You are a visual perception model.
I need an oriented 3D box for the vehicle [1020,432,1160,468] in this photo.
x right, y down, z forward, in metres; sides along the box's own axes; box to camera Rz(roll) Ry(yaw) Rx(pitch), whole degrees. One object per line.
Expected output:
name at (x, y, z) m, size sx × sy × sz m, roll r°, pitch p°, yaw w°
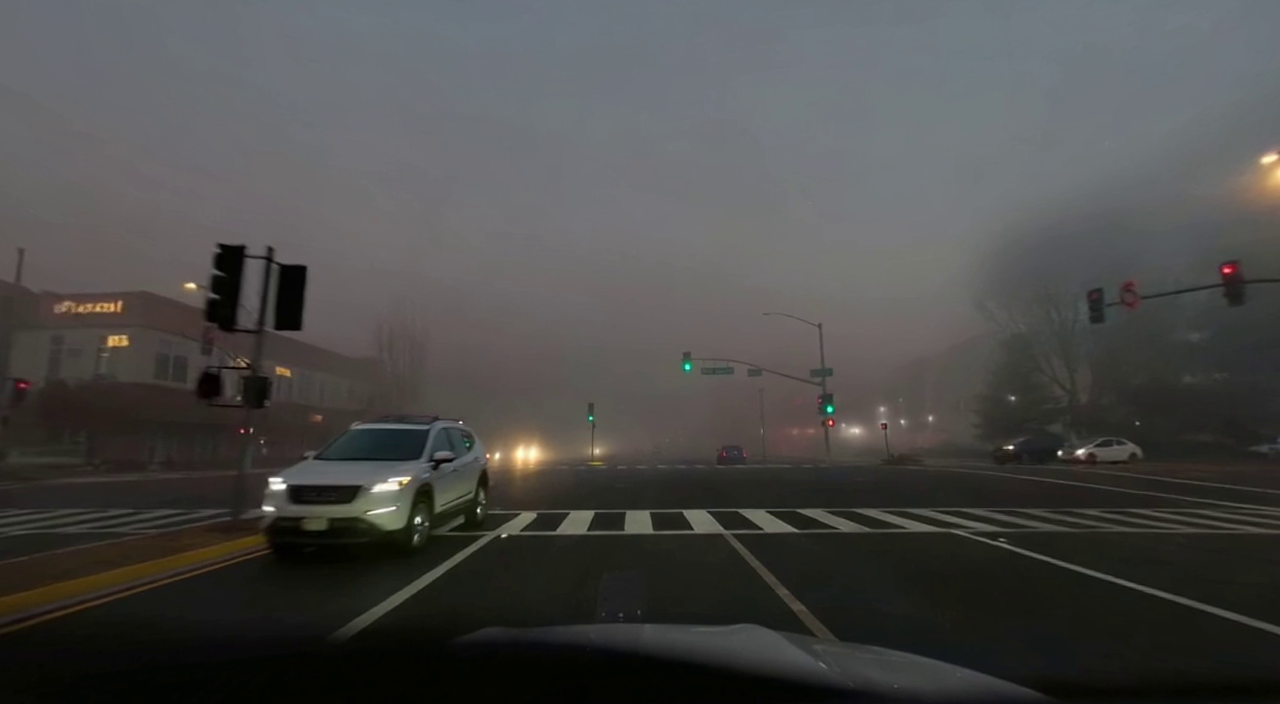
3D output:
vehicle at (19.658, 4.309, 27.743) m, size 4.722 × 1.477 × 1.964 m, roll 1°, pitch -9°, yaw -4°

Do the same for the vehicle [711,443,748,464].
vehicle at (6.443, 7.417, 46.082) m, size 1.916 × 1.437 × 4.327 m, roll 0°, pitch -9°, yaw -2°

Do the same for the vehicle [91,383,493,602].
vehicle at (-3.440, 1.526, 7.753) m, size 2.087 × 1.789 × 4.988 m, roll 0°, pitch -9°, yaw 0°
